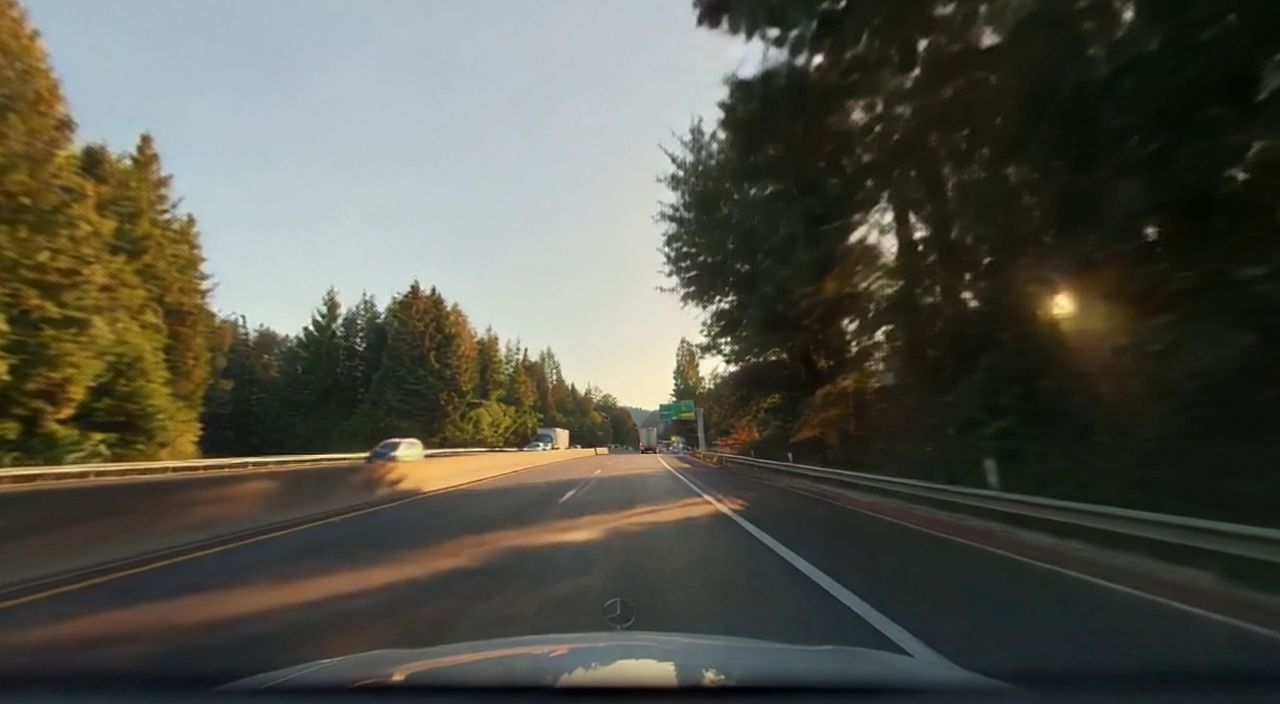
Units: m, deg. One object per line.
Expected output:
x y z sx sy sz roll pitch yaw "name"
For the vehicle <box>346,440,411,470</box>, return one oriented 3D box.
-14.721 5.784 35.660 1.947 1.587 4.035 -1 -8 0 "vehicle"
